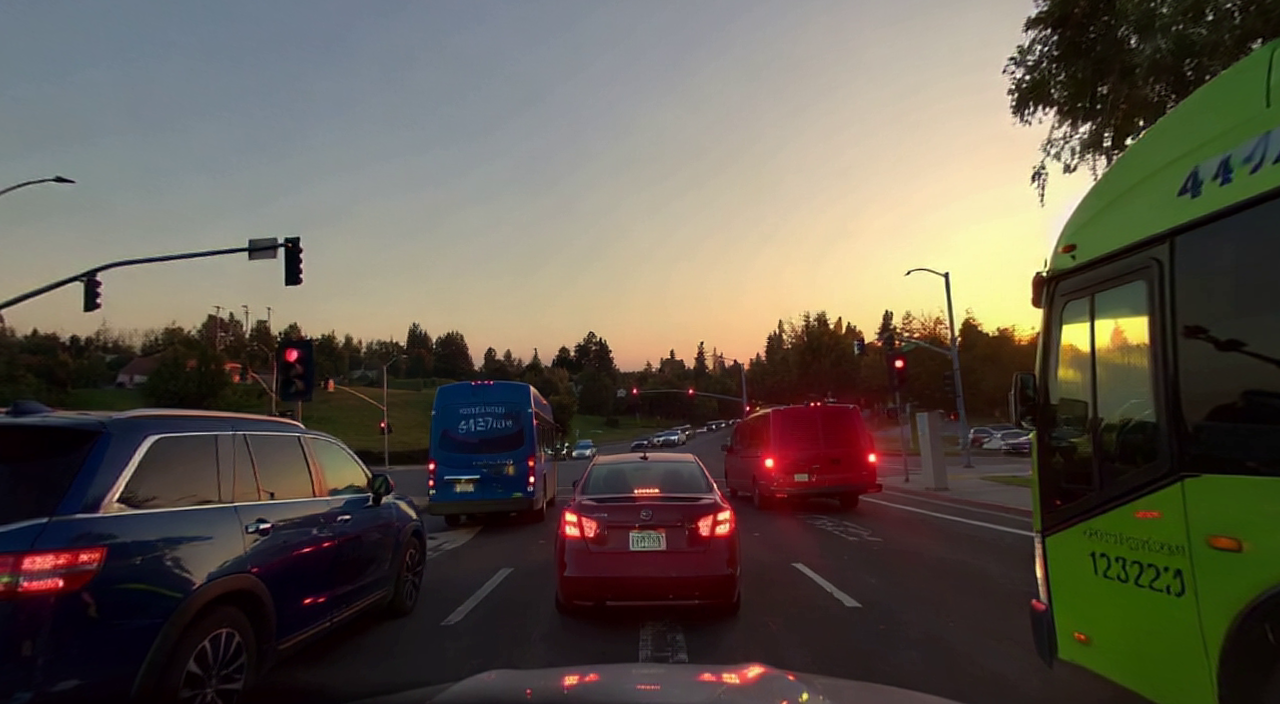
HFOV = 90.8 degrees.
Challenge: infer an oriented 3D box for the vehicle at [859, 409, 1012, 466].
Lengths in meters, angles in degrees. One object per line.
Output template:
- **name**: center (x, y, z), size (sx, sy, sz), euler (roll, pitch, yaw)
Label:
- **vehicle**: center (17.584, 5.138, 37.926), size (7.839, 3.213, 2.628), euler (0, -8, -3)

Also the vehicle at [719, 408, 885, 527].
- **vehicle**: center (3.142, 2.398, 13.666), size (2.143, 2.036, 5.367), euler (0, -8, 0)

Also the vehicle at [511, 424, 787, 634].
- **vehicle**: center (0.061, 1.548, 6.427), size (1.976, 1.485, 3.624), euler (0, -8, 0)

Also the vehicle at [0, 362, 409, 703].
- **vehicle**: center (-3.411, 1.181, 4.627), size (1.921, 1.701, 3.989), euler (0, -8, 0)

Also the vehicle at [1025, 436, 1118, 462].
- **vehicle**: center (25.878, 5.819, 37.988), size (4.229, 1.489, 1.794), euler (0, -9, -1)

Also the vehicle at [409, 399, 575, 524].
- **vehicle**: center (-2.929, 2.354, 13.987), size (2.335, 2.221, 5.165), euler (0, -8, 1)
